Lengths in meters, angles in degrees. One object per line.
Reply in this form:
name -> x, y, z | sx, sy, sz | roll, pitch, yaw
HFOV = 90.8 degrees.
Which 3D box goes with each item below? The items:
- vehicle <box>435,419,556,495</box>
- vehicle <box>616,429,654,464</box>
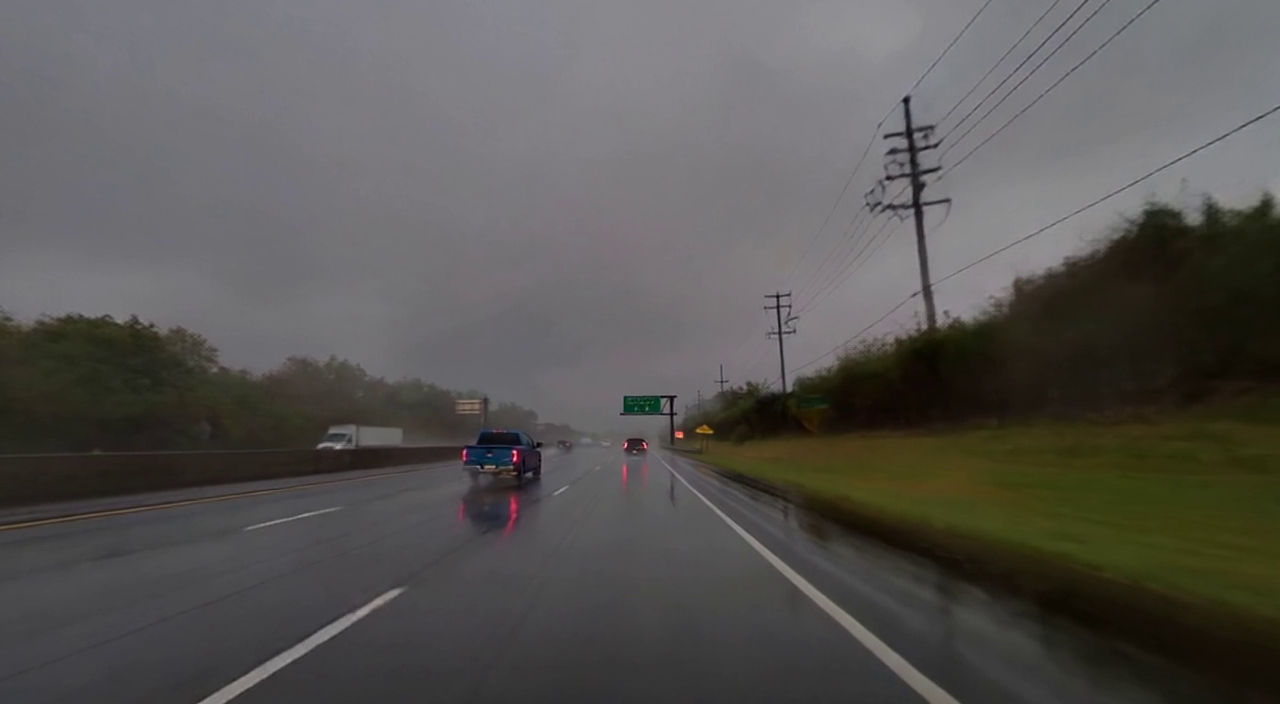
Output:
vehicle -> -3.851, 2.941, 18.017 | 2.204, 1.812, 5.289 | 0, -8, 0
vehicle -> -0.341, 6.232, 41.765 | 2.358, 2.144, 4.713 | 0, -8, 0
